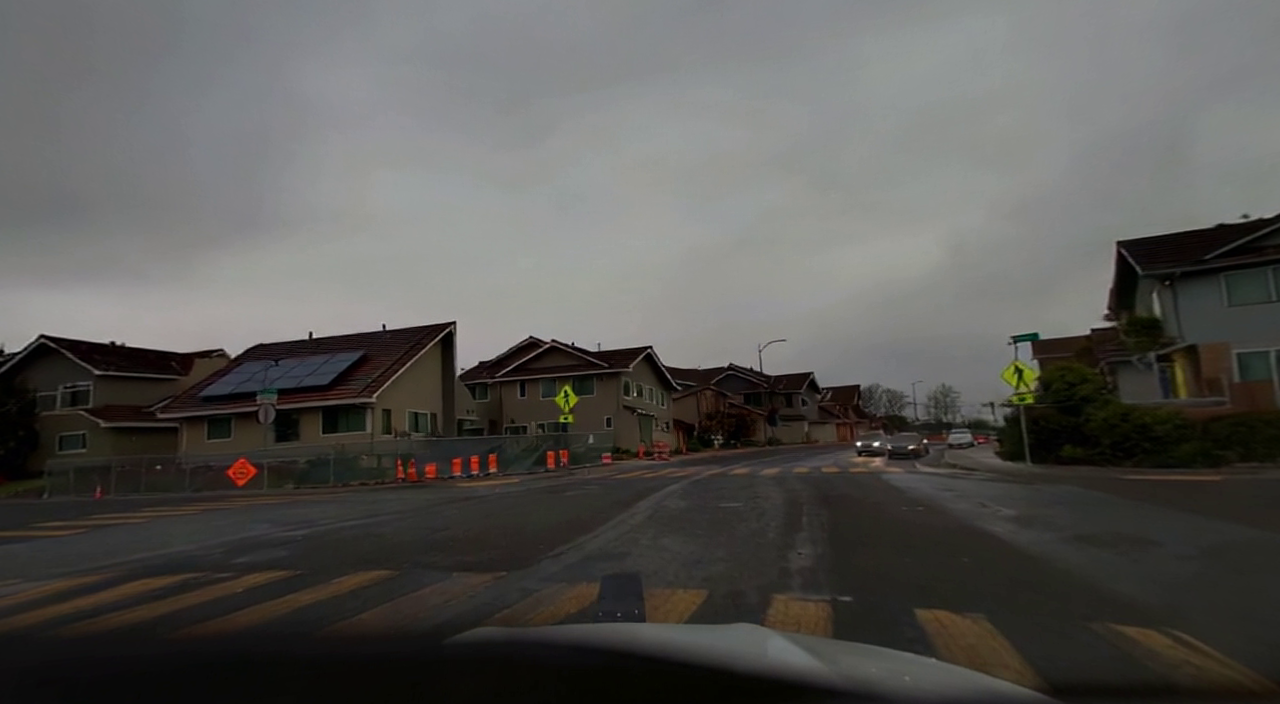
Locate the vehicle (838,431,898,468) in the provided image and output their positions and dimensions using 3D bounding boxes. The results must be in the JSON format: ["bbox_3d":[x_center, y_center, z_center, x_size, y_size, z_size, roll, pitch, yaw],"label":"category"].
[{"bbox_3d":[9.771,4.102,26.795,1.966,1.455,4.075,-4,-8,24],"label":"vehicle"}]
